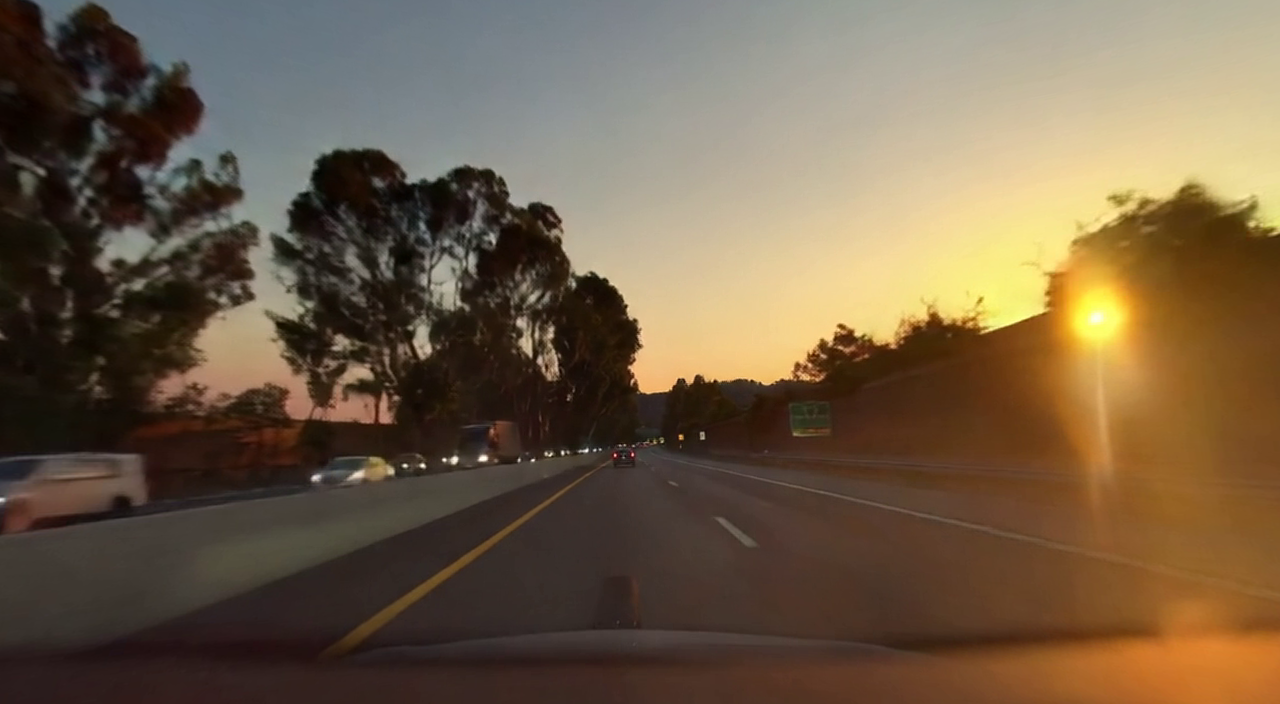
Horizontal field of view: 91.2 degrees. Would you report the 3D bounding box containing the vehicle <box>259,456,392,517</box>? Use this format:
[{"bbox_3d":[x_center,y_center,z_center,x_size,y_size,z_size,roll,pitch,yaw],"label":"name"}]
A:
[{"bbox_3d":[-8.887,3.790,18.131,1.852,1.487,3.890,0,-9,-1],"label":"vehicle"}]

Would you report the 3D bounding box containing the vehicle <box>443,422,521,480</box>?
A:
[{"bbox_3d":[-9.683,6.187,39.350,2.789,3.216,7.867,0,-9,0],"label":"vehicle"}]

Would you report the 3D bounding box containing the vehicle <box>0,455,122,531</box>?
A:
[{"bbox_3d":[-14.303,3.165,14.315,1.808,1.545,3.611,0,-9,-1],"label":"vehicle"}]

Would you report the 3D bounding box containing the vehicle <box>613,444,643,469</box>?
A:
[{"bbox_3d":[-0.869,7.607,45.862,2.098,1.692,4.038,0,-9,-1],"label":"vehicle"}]
